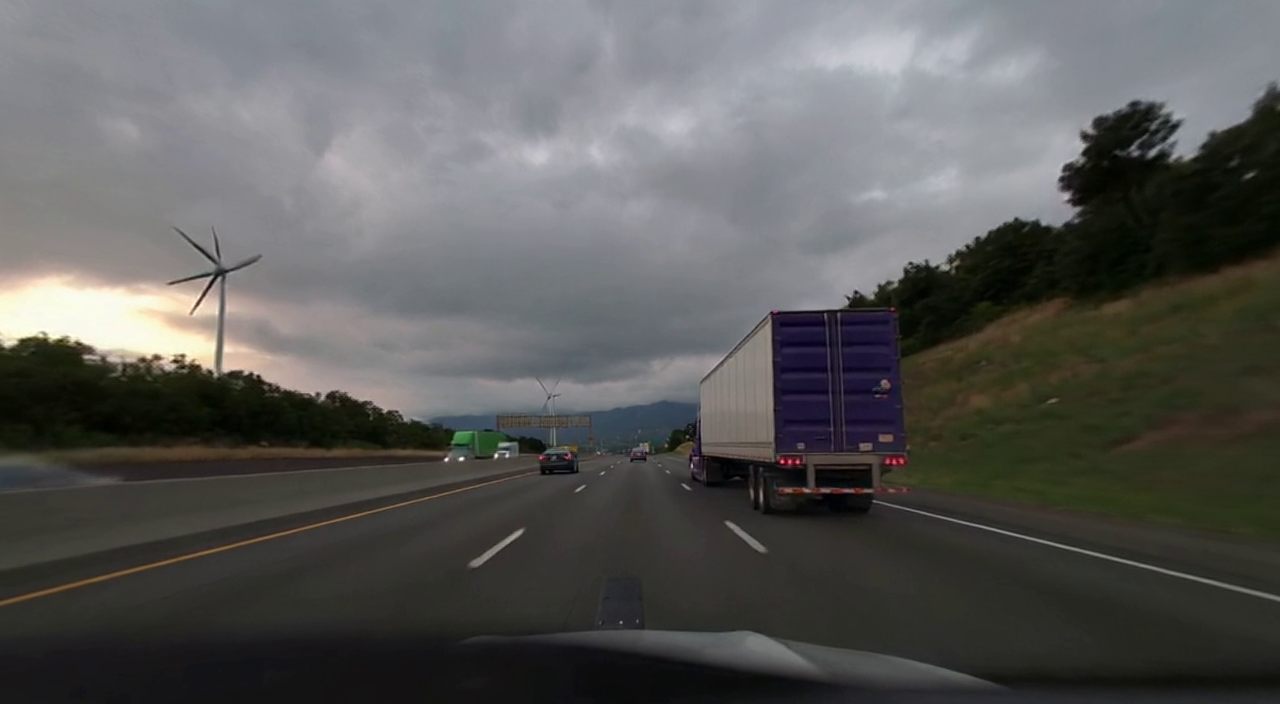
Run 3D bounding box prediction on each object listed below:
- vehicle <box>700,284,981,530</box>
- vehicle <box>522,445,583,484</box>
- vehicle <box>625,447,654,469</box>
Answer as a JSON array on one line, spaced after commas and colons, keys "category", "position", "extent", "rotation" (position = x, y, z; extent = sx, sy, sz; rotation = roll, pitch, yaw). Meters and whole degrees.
[{"category": "vehicle", "position": [3.834, 1.859, 16.944], "extent": [2.947, 3.989, 13.568], "rotation": [0, -9, -1]}, {"category": "vehicle", "position": [-3.592, 4.687, 26.603], "extent": [1.952, 1.521, 4.095], "rotation": [0, -9, 0]}, {"category": "vehicle", "position": [-0.065, 7.204, 42.993], "extent": [1.931, 1.453, 3.695], "rotation": [0, -9, -1]}]
